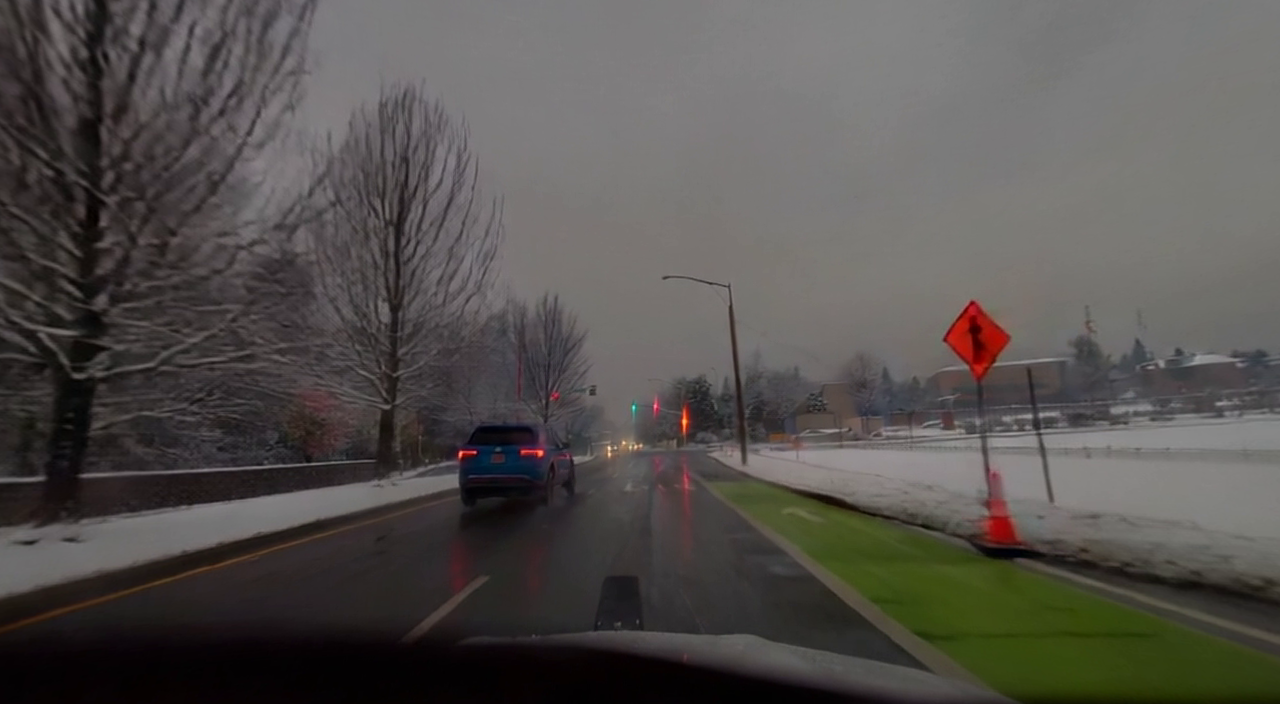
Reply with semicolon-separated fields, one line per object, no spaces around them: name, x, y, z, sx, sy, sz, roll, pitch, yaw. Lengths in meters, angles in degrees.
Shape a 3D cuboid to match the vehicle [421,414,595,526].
vehicle;-2.347;2.293;12.780;2.339;1.790;4.629;-2;-9;2
